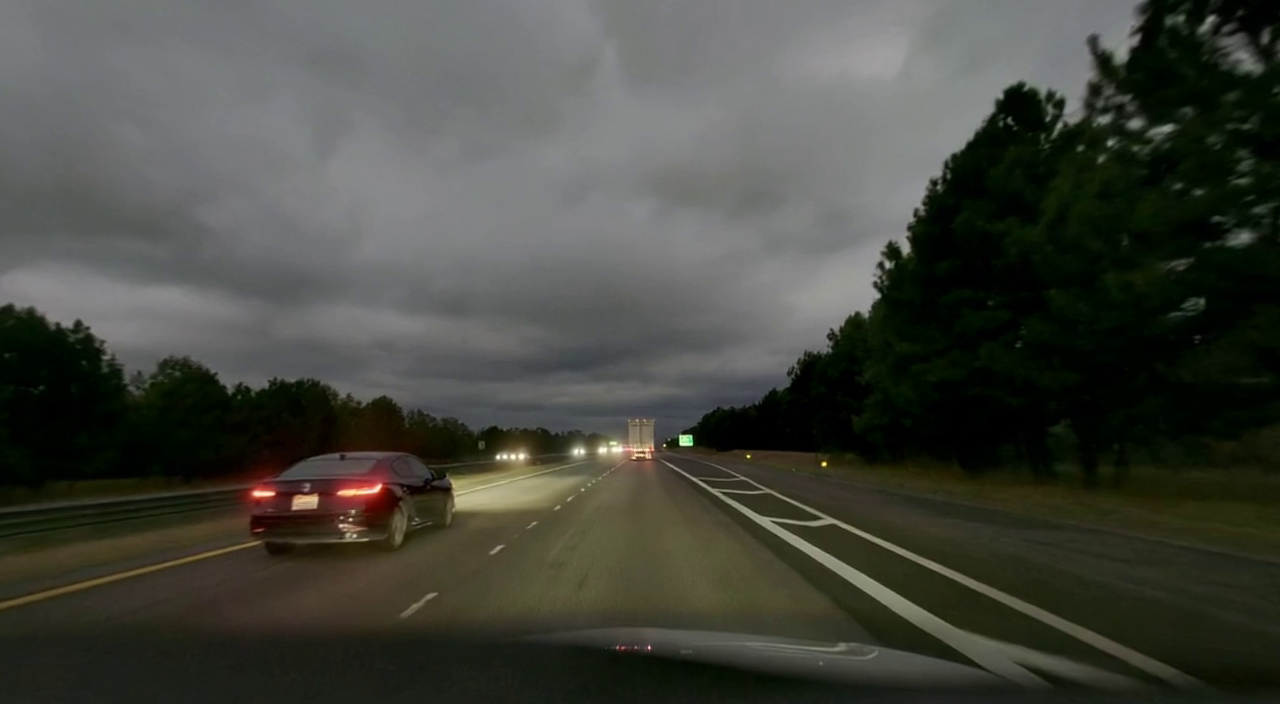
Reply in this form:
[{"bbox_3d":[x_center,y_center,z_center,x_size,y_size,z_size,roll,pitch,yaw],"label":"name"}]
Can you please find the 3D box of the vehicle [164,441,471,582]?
[{"bbox_3d":[-3.927,1.989,8.678,1.955,1.438,4.100,-1,-9,2],"label":"vehicle"}]
